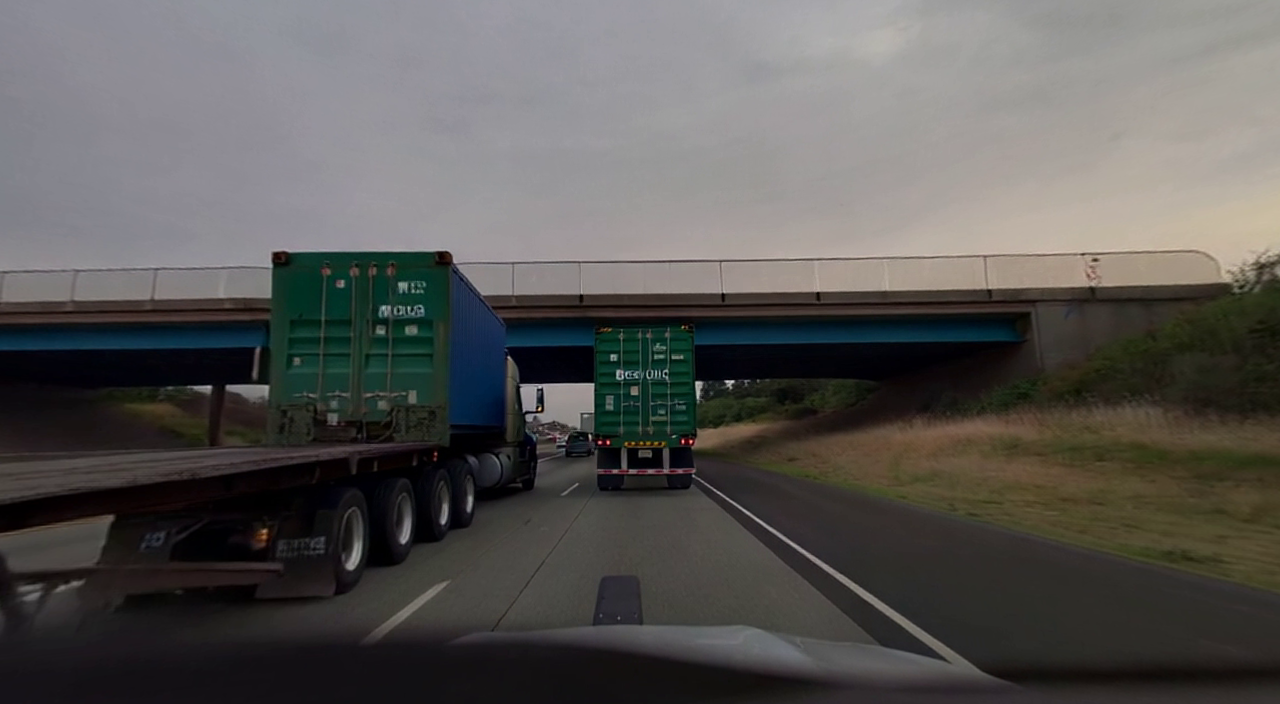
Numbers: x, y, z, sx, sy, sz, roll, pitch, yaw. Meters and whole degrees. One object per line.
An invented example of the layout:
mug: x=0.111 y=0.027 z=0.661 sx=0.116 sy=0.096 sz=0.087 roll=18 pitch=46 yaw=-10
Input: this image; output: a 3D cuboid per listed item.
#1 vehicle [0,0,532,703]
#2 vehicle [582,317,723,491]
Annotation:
vehicle: x=-3.665 y=0.019 z=5.711 sx=2.873 sy=4.198 sz=13.317 roll=-1 pitch=-8 yaw=1
vehicle: x=0.266 y=1.767 z=19.076 sx=3.357 sy=4.212 sz=7.519 roll=0 pitch=-8 yaw=0
